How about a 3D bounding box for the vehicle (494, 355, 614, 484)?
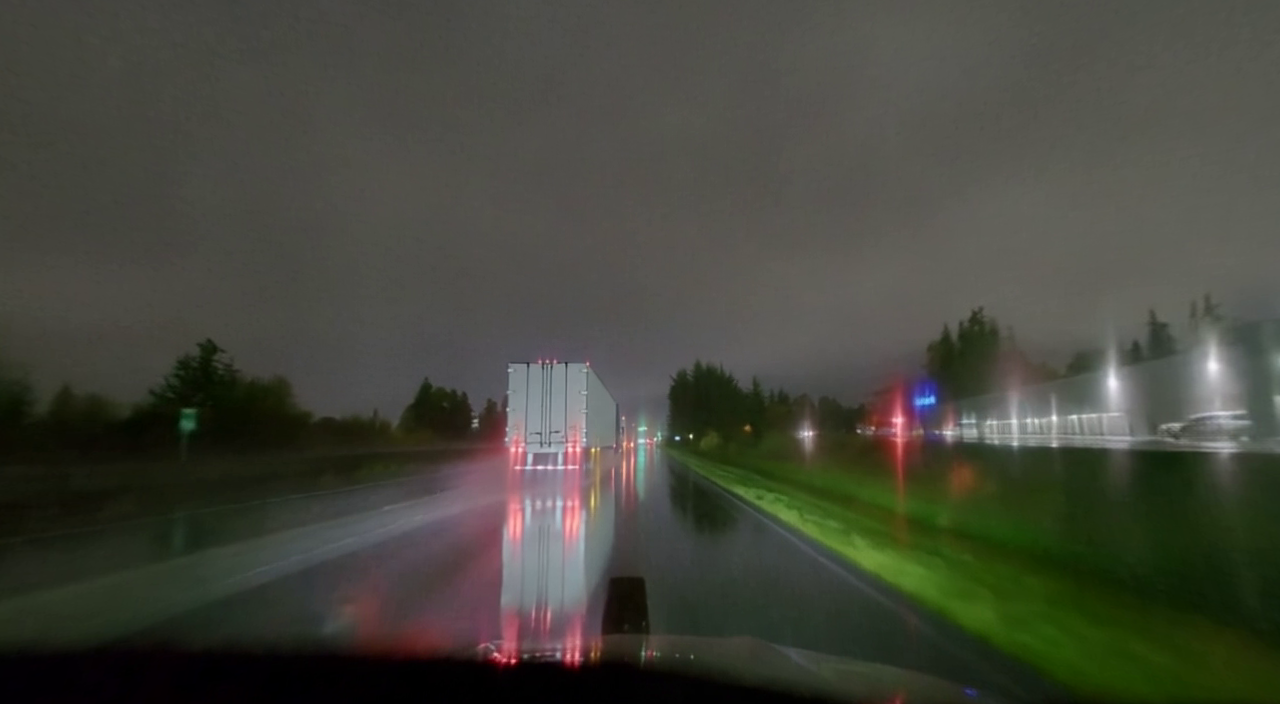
[{"bbox_3d":[-3.006,3.135,26.982,2.947,4.051,14.256,0,-8,1],"label":"vehicle"}]
